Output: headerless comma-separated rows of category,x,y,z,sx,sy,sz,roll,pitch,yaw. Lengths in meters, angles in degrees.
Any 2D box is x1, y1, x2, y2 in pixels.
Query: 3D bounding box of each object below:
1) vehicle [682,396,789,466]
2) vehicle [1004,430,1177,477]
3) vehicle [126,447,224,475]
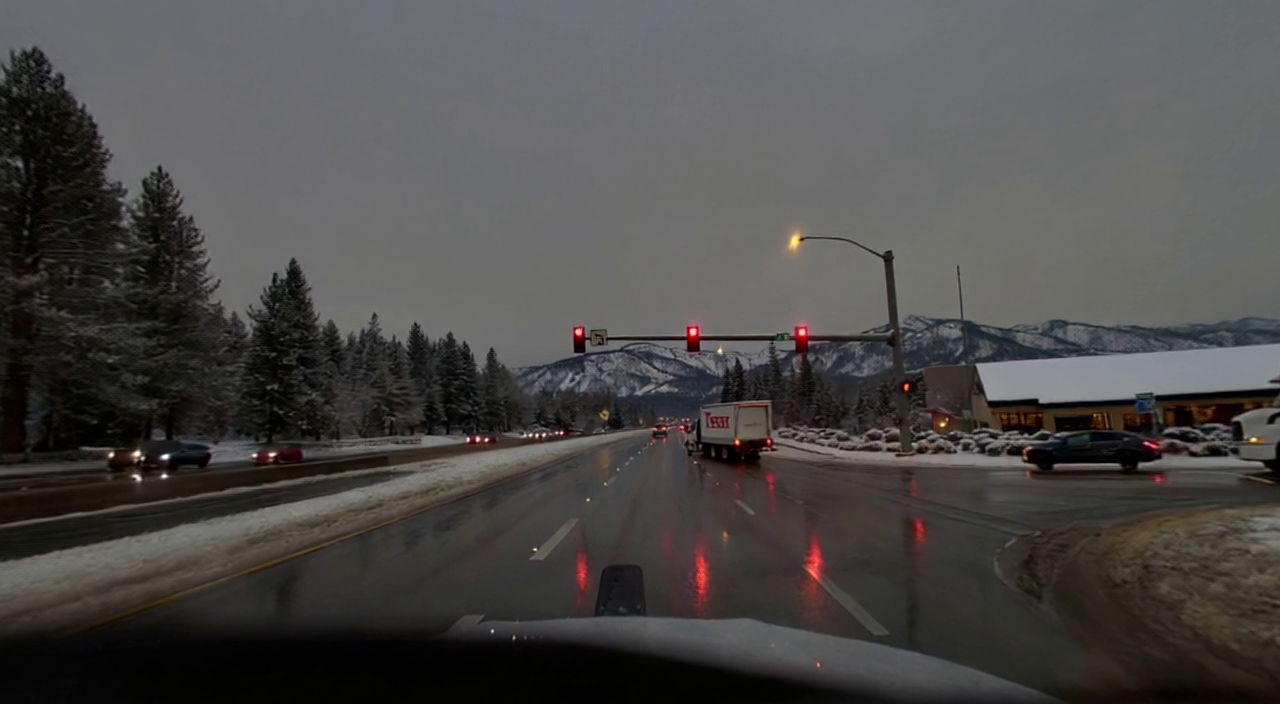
vehicle,5.038,4.459,34.890,3.237,3.414,7.088,2,-9,-15
vehicle,15.546,3.531,22.022,4.508,1.493,1.907,-3,-9,22
vehicle,-26.237,6.160,35.674,1.868,1.469,4.746,0,-9,1
